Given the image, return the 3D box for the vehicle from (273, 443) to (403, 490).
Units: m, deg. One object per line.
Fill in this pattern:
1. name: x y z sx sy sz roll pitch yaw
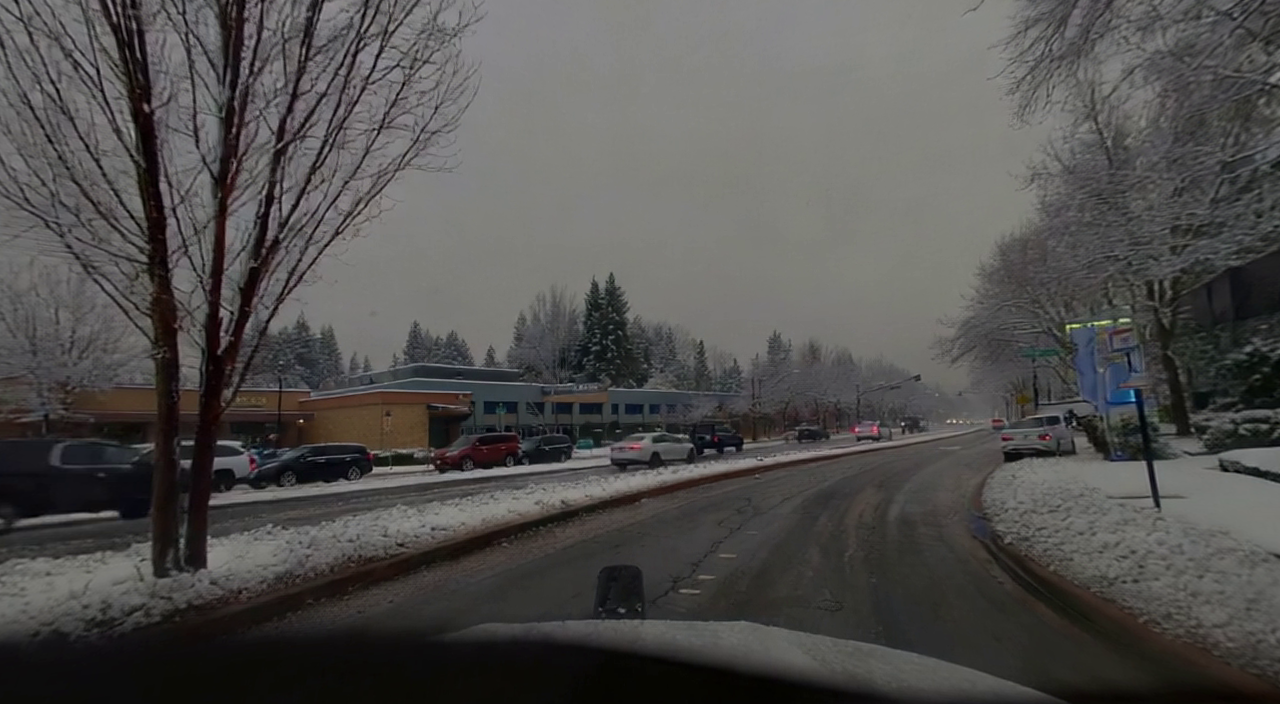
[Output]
1. vehicle: -12.311 4.614 25.990 1.904 1.719 4.326 -6 -10 37

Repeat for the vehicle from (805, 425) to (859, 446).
1. vehicle: 14.816 6.427 48.603 2.218 1.466 5.191 -5 -9 37

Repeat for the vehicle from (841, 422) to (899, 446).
1. vehicle: 16.594 5.915 45.446 1.949 1.640 5.372 -7 -10 42

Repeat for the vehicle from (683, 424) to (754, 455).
1. vehicle: 5.240 5.720 41.405 2.195 1.909 5.353 -5 -10 37

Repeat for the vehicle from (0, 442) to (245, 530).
1. vehicle: -11.263 2.644 13.009 2.146 1.555 4.810 -8 -11 41

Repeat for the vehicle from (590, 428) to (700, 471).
1. vehicle: 0.342 4.081 26.722 2.040 1.625 5.119 -5 -10 36

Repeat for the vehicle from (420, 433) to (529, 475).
1. vehicle: -8.215 5.050 31.729 2.134 1.924 4.911 -7 -10 41
